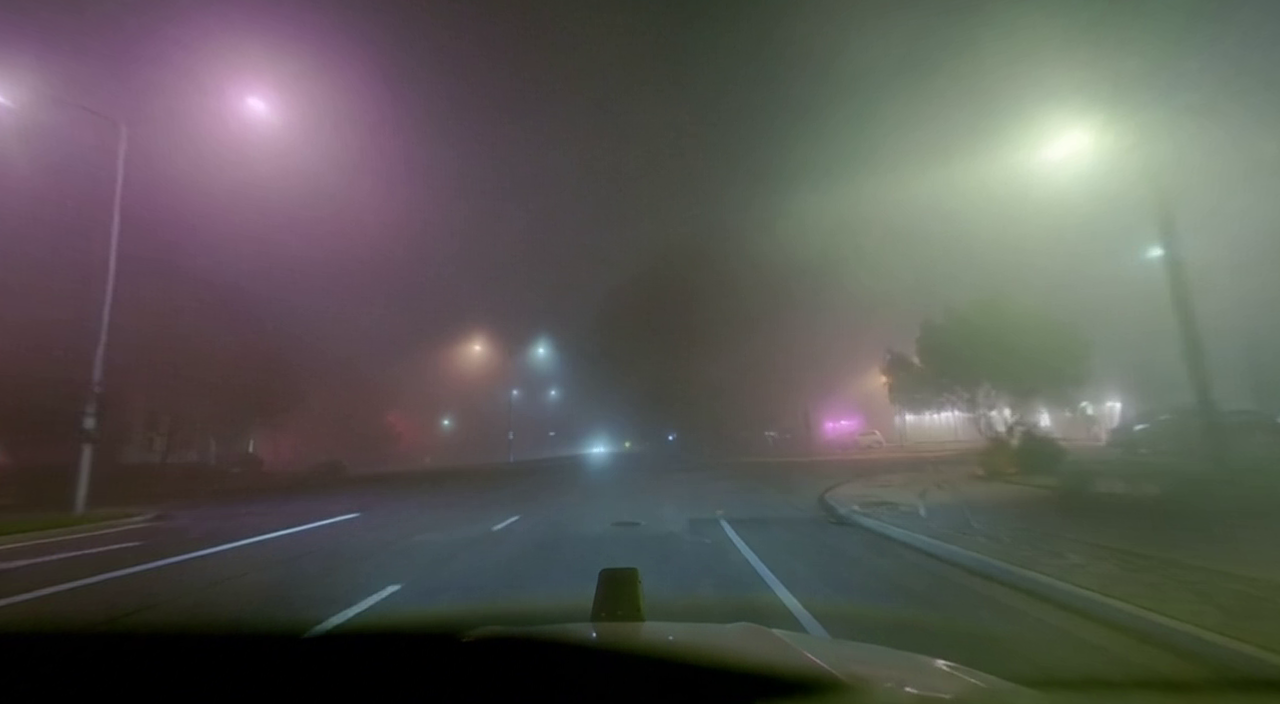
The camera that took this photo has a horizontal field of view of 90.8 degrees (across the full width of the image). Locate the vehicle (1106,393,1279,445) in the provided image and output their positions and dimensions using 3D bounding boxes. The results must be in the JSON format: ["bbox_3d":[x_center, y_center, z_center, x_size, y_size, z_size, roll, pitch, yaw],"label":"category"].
[{"bbox_3d":[22.207,2.689,25.328,5.135,1.964,2.402,0,-6,0],"label":"vehicle"}]

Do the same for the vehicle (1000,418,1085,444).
[{"bbox_3d":[30.148,5.888,47.423,4.934,1.910,2.165,0,-6,-3],"label":"vehicle"}]

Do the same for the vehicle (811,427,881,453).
[{"bbox_3d":[15.182,6.506,46.640,4.268,1.589,2.156,-2,-10,-6],"label":"vehicle"}]
